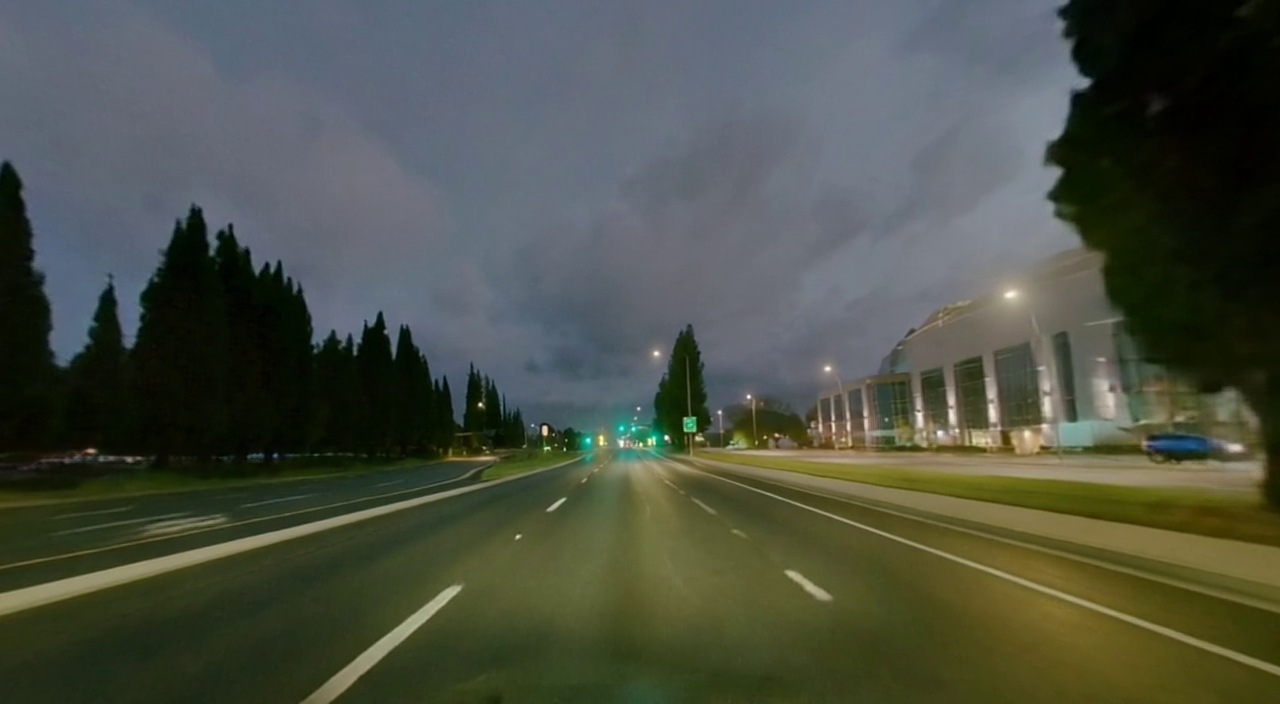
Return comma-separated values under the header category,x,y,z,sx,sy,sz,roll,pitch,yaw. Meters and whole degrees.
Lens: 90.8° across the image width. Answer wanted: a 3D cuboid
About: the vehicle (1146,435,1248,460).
category,x,y,z,sx,sy,sz,roll,pitch,yaw
vehicle,32.926,5.650,37.440,4.210,1.450,1.885,0,-8,1
